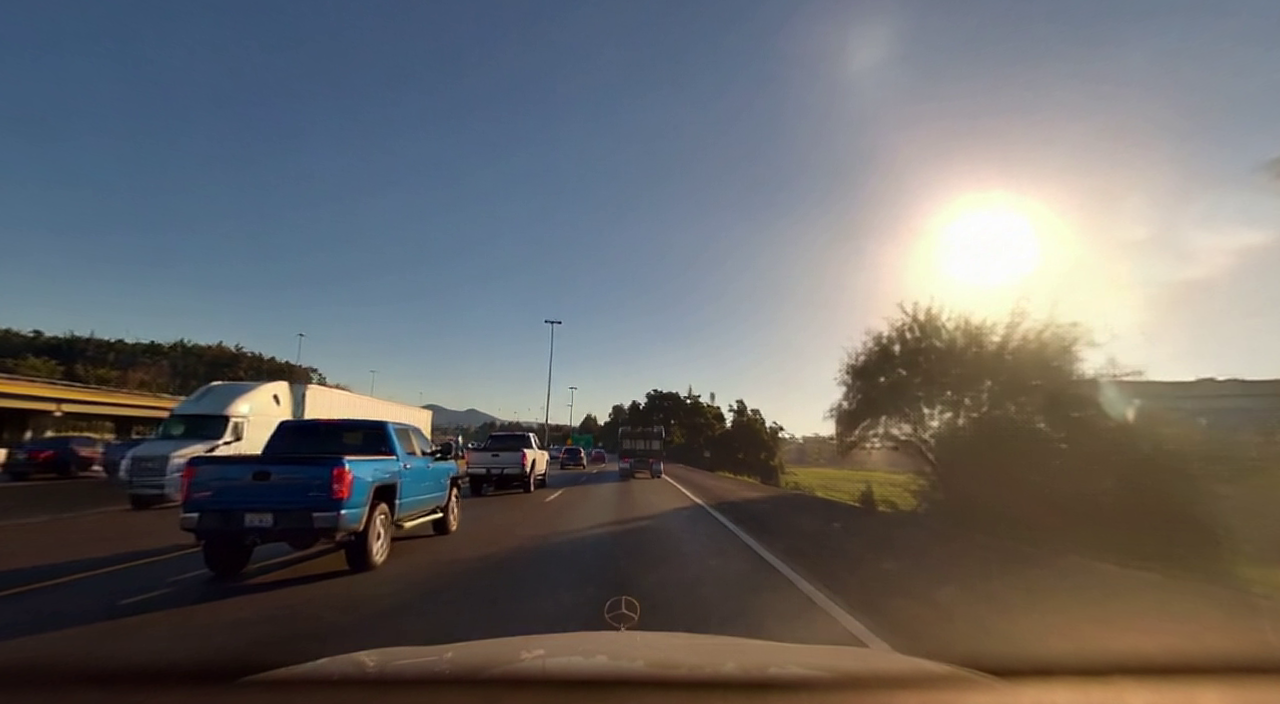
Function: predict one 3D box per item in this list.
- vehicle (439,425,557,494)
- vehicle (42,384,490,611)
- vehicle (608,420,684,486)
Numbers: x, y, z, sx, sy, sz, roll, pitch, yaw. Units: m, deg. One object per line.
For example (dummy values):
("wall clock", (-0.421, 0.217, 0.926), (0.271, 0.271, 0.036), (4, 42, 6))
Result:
("vehicle", (-4.467, 3.519, 21.047), (2.575, 1.958, 5.730), (0, -9, 0))
("vehicle", (-3.661, 1.565, 7.739), (2.303, 1.835, 5.044), (-1, -9, 1))
("vehicle", (0.085, 4.438, 28.028), (2.886, 2.471, 7.692), (0, -9, -2))
